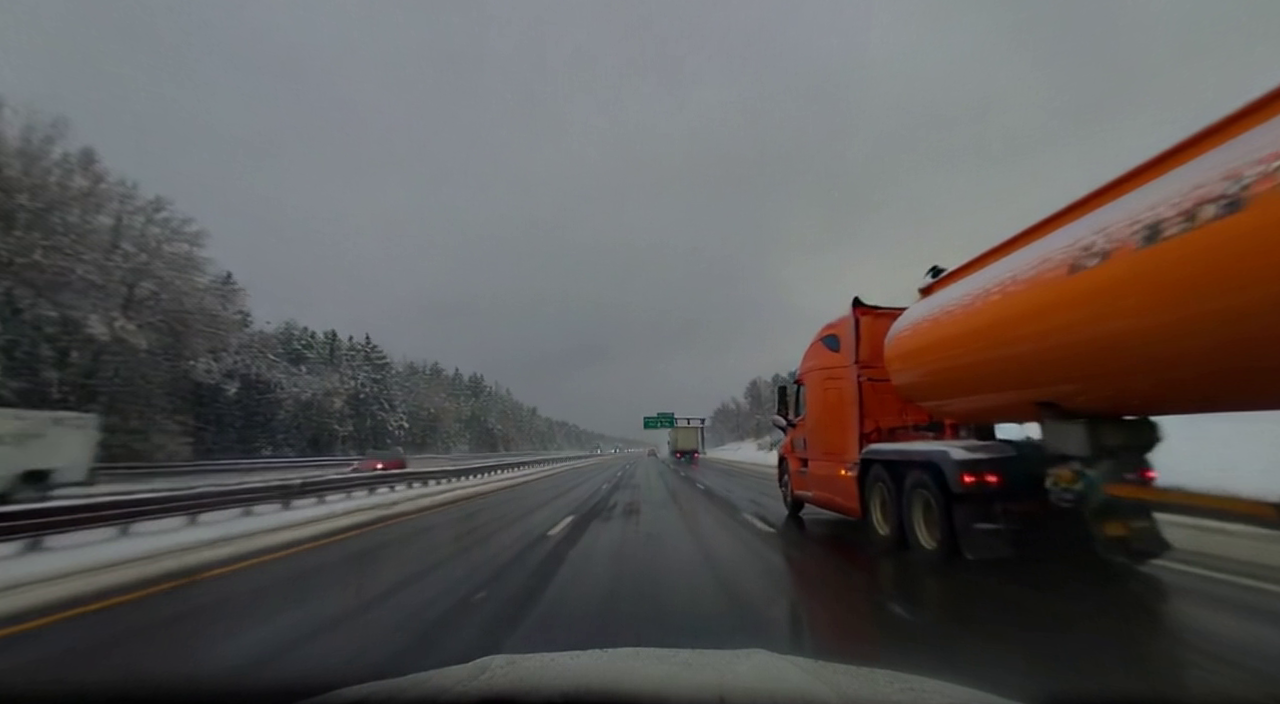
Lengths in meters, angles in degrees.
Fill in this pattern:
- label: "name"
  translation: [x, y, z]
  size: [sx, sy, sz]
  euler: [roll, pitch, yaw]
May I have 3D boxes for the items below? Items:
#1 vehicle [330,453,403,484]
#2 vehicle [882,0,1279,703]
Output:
- label: "vehicle"
  translation: [-14.365, 6.116, 33.376]
  size: [1.861, 1.455, 4.373]
  euler: [-1, -9, 1]
- label: "vehicle"
  translation: [4.183, -0.194, 1.816]
  size: [2.707, 3.474, 10.512]
  euler: [0, -9, 0]
